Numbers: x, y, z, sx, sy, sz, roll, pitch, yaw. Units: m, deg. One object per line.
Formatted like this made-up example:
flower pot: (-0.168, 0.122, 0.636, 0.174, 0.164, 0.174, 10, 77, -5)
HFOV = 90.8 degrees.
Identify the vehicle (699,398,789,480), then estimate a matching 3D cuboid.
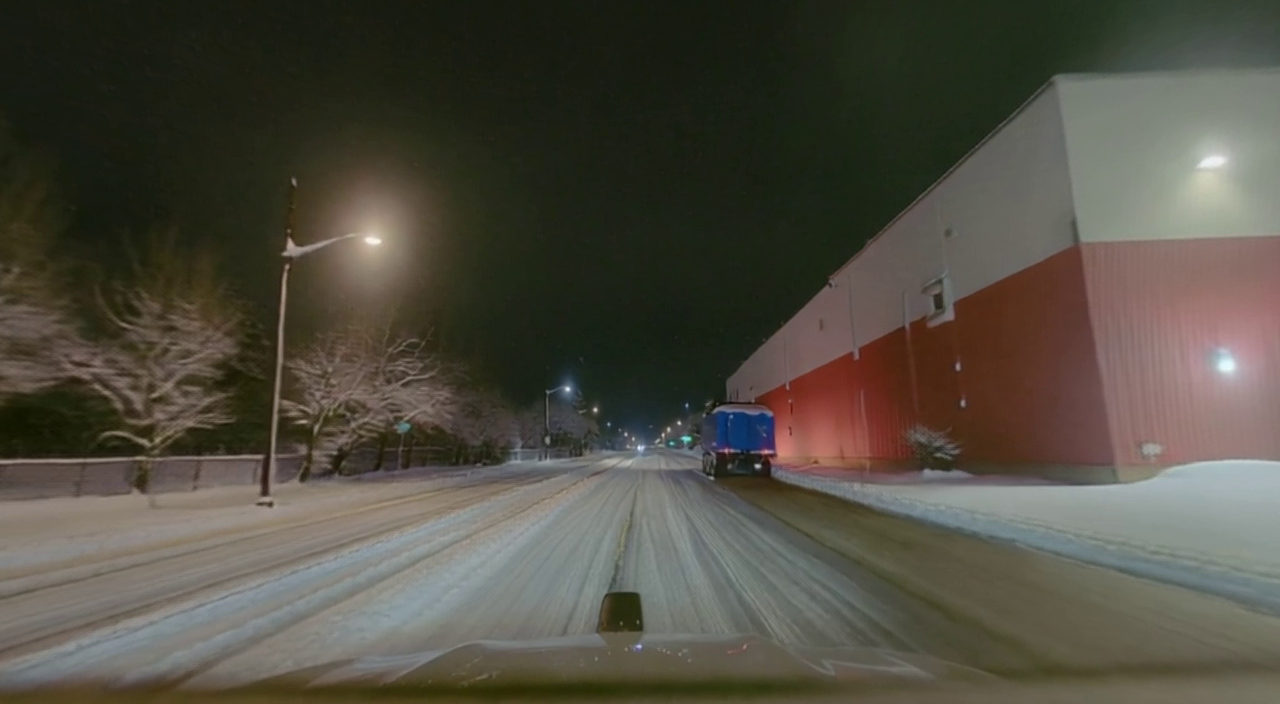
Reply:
vehicle: (4.523, 4.036, 28.968, 3.019, 3.303, 6.252, 0, -9, 0)
